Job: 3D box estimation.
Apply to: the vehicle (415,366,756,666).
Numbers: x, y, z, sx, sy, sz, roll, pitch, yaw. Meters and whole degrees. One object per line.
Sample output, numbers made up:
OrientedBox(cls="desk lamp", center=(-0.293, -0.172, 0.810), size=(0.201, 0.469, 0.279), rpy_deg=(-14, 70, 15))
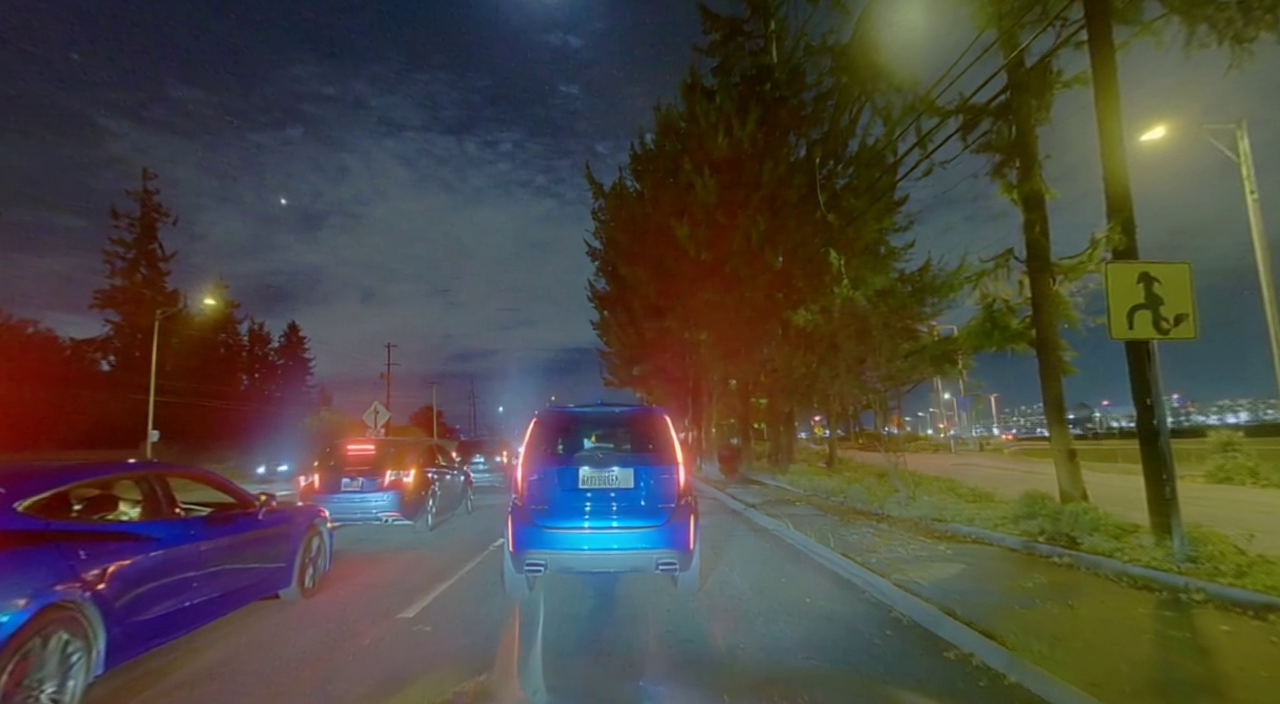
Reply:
OrientedBox(cls="vehicle", center=(-0.277, 1.248, 5.768), size=(2.012, 1.769, 3.897), rpy_deg=(0, -8, 1))

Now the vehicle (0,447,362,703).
OrientedBox(cls="vehicle", center=(-3.736, 1.279, 4.016), size=(1.865, 1.314, 4.461), rpy_deg=(0, -8, 1))
